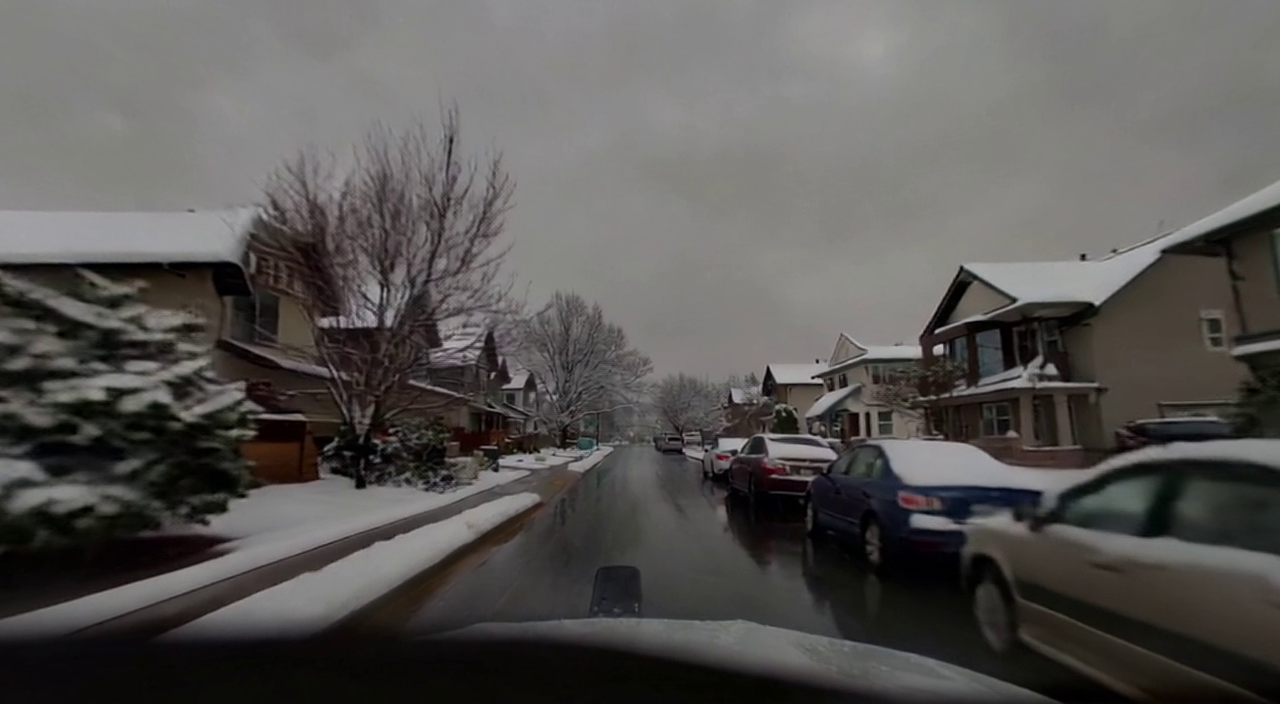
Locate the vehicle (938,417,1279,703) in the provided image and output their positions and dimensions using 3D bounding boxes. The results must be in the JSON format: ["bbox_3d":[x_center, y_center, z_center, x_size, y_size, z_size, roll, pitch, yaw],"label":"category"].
[{"bbox_3d":[3.318,1.096,3.034,2.036,1.510,3.505,0,-7,0],"label":"vehicle"}]
